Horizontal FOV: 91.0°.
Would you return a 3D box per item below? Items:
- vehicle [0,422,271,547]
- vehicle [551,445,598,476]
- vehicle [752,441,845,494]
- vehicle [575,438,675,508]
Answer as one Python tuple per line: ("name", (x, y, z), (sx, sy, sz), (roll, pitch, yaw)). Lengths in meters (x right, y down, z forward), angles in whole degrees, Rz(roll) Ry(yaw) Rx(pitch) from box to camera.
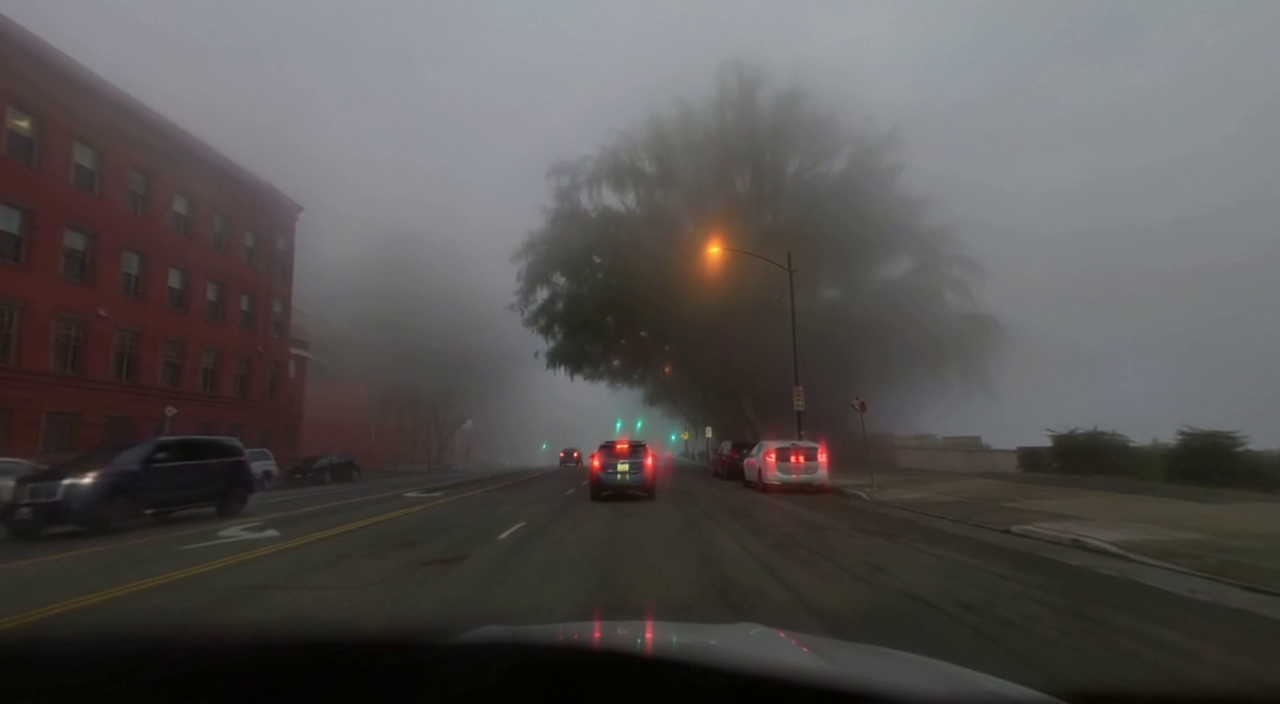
("vehicle", (-9.645, 2.399, 12.115), (2.152, 1.890, 4.804), (0, -9, 0))
("vehicle", (-3.483, 5.868, 34.253), (1.972, 1.560, 4.066), (0, -9, 2))
("vehicle", (4.960, 3.658, 20.305), (1.832, 1.491, 4.054), (1, -9, -1))
("vehicle", (-0.343, 3.024, 16.177), (2.230, 1.518, 4.113), (0, -9, 0))
